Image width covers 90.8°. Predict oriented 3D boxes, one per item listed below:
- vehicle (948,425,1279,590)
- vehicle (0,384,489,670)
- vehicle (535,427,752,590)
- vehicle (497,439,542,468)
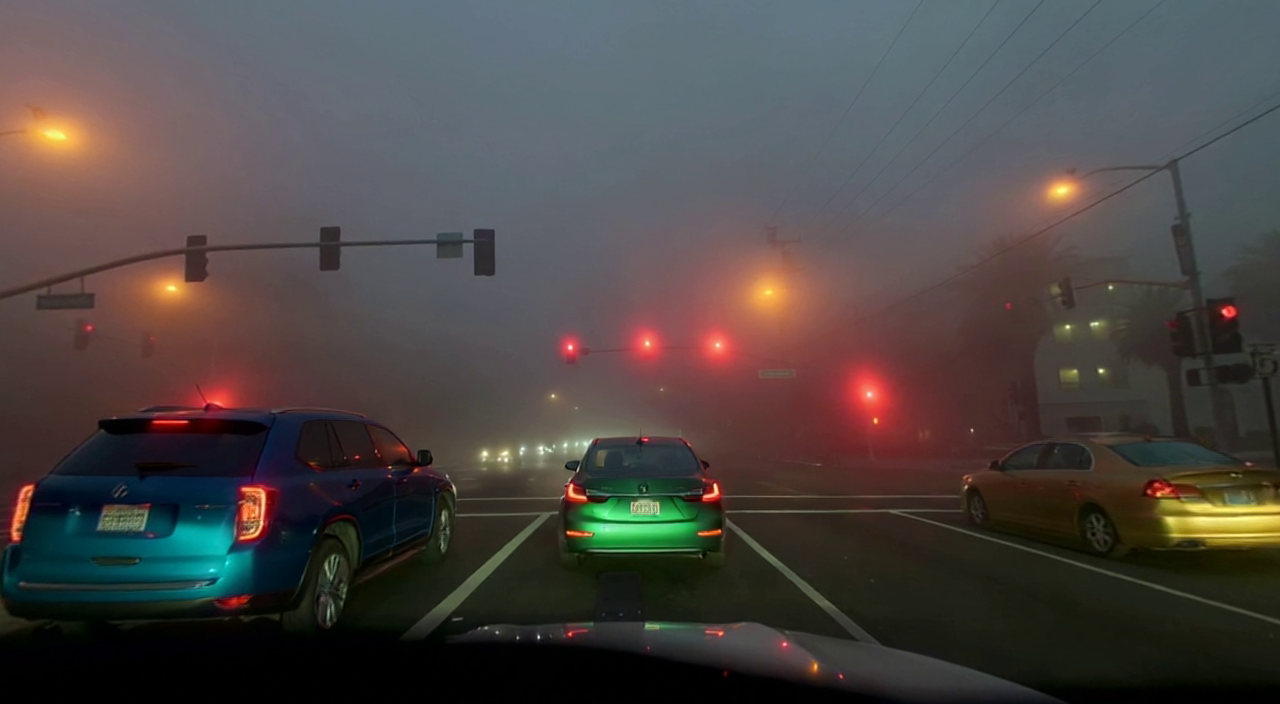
[{"bbox_3d":[6.093,1.761,8.095,1.970,1.489,4.482,0,-8,-1],"label":"vehicle"},{"bbox_3d":[-3.103,1.367,6.070,2.051,1.682,4.467,0,-8,2],"label":"vehicle"},{"bbox_3d":[-0.001,1.702,7.725,1.942,1.445,3.973,0,-8,-1],"label":"vehicle"},{"bbox_3d":[-7.936,6.703,42.025,2.130,1.810,4.450,-2,-8,1],"label":"vehicle"}]
